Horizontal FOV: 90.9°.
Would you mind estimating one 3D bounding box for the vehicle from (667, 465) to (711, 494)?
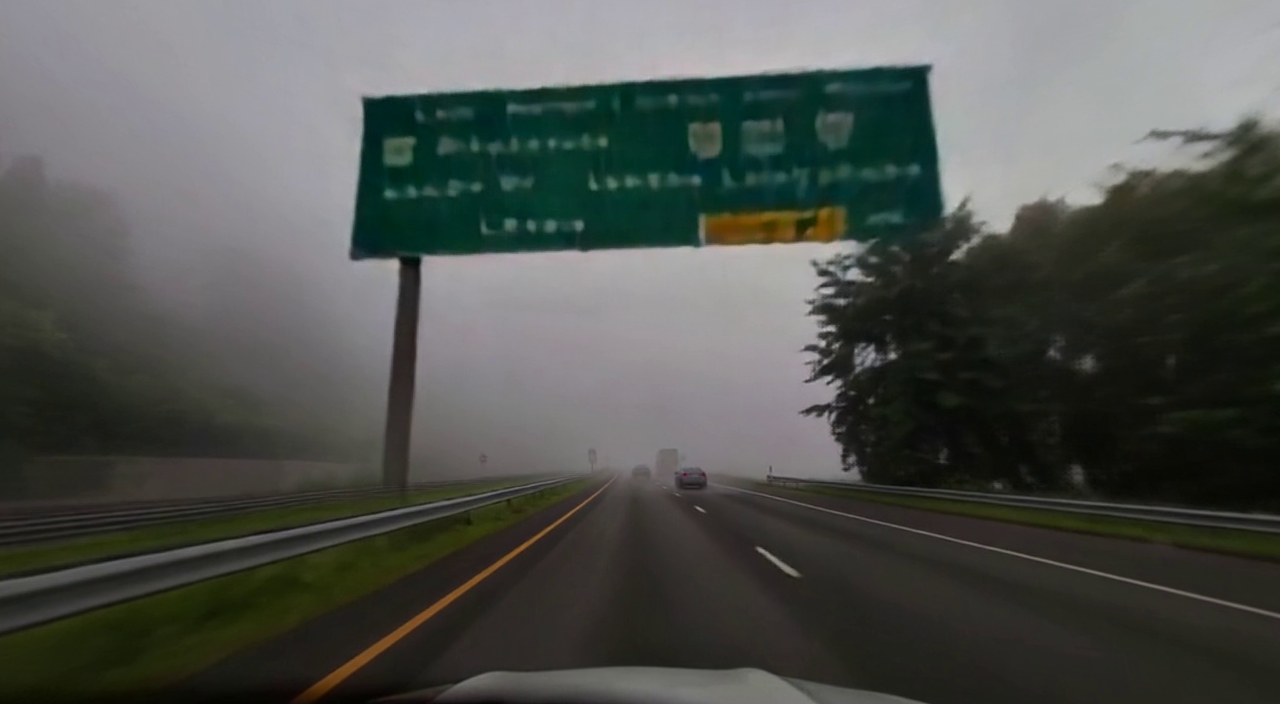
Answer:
[{"bbox_3d":[2.674,7.139,35.392,1.976,1.467,3.783,1,-11,-3],"label":"vehicle"}]

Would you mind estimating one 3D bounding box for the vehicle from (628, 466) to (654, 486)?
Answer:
[{"bbox_3d":[0.038,9.741,49.705,1.980,1.483,3.865,1,-11,-1],"label":"vehicle"}]
